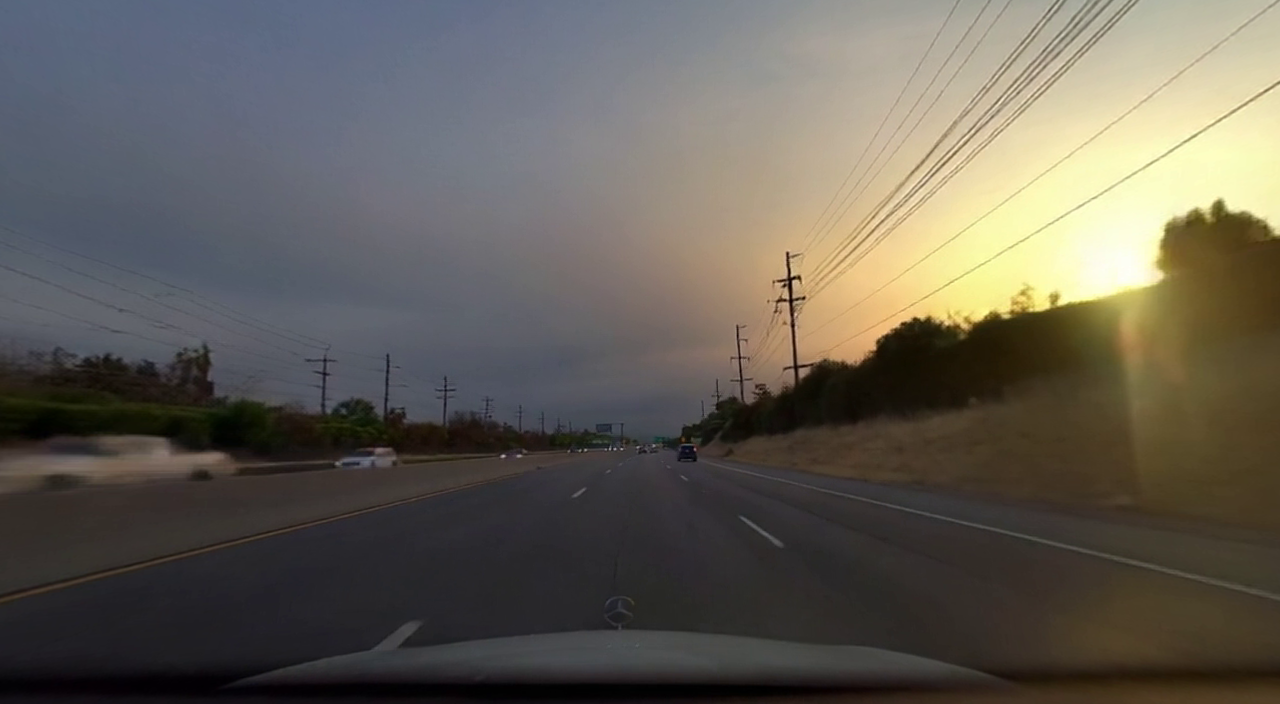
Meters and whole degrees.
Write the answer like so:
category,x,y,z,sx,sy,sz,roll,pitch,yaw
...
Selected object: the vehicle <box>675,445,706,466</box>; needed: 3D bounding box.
category,x,y,z,sx,sy,sz,roll,pitch,yaw
vehicle,3.907,8.105,49.371,2.054,1.565,4.089,0,-9,0
